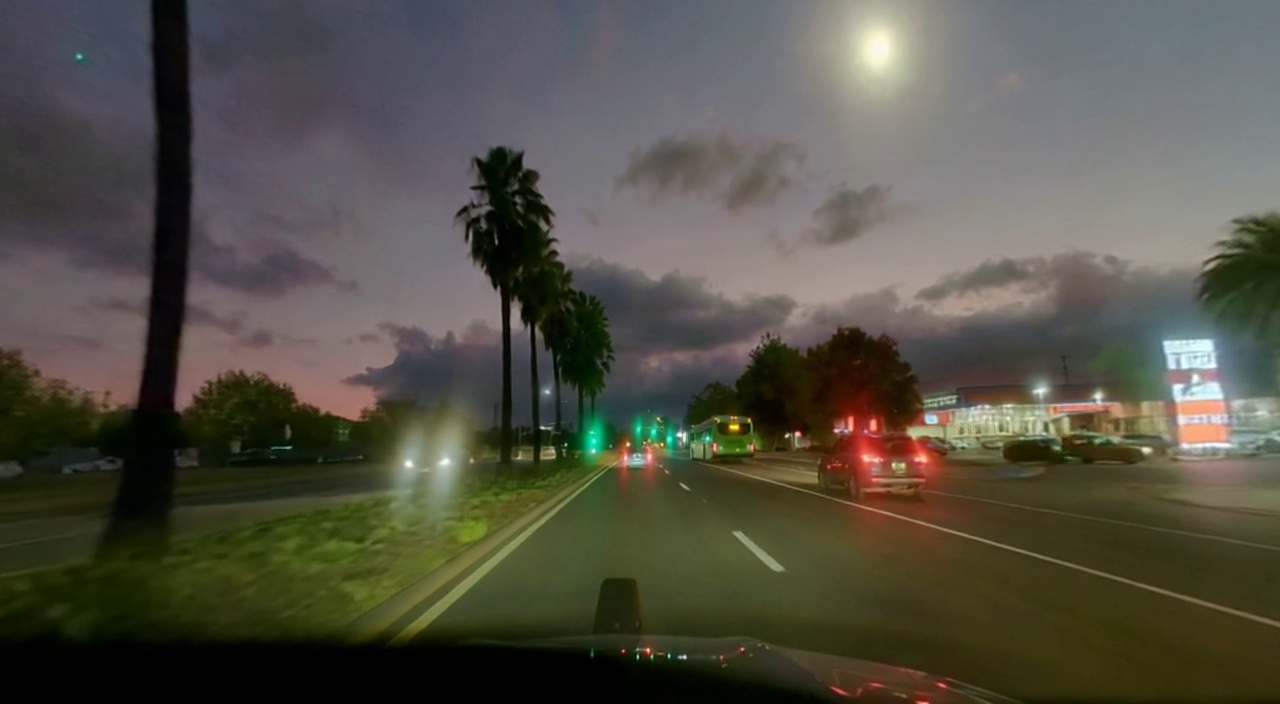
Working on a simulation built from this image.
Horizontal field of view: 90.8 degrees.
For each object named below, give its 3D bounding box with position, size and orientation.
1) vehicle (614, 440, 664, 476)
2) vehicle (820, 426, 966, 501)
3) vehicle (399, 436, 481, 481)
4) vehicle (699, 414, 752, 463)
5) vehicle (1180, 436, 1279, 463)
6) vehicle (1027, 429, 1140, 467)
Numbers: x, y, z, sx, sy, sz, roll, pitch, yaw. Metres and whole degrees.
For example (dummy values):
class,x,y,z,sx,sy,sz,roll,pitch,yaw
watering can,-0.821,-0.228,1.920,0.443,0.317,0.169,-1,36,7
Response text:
class,x,y,z,sx,sy,sz,roll,pitch,yaw
vehicle,-0.042,4.743,28.573,2.065,1.477,4.306,0,-9,0
vehicle,6.319,2.834,16.405,2.031,1.670,4.154,0,-9,-1
vehicle,-8.872,4.769,28.521,2.106,1.817,4.847,0,-9,0
vehicle,6.503,6.838,49.494,2.795,3.383,9.287,0,-9,-1
vehicle,36.030,6.037,38.734,1.818,1.451,4.263,-2,-10,-5
vehicle,23.575,5.088,33.674,4.595,1.845,1.919,0,-8,-5
